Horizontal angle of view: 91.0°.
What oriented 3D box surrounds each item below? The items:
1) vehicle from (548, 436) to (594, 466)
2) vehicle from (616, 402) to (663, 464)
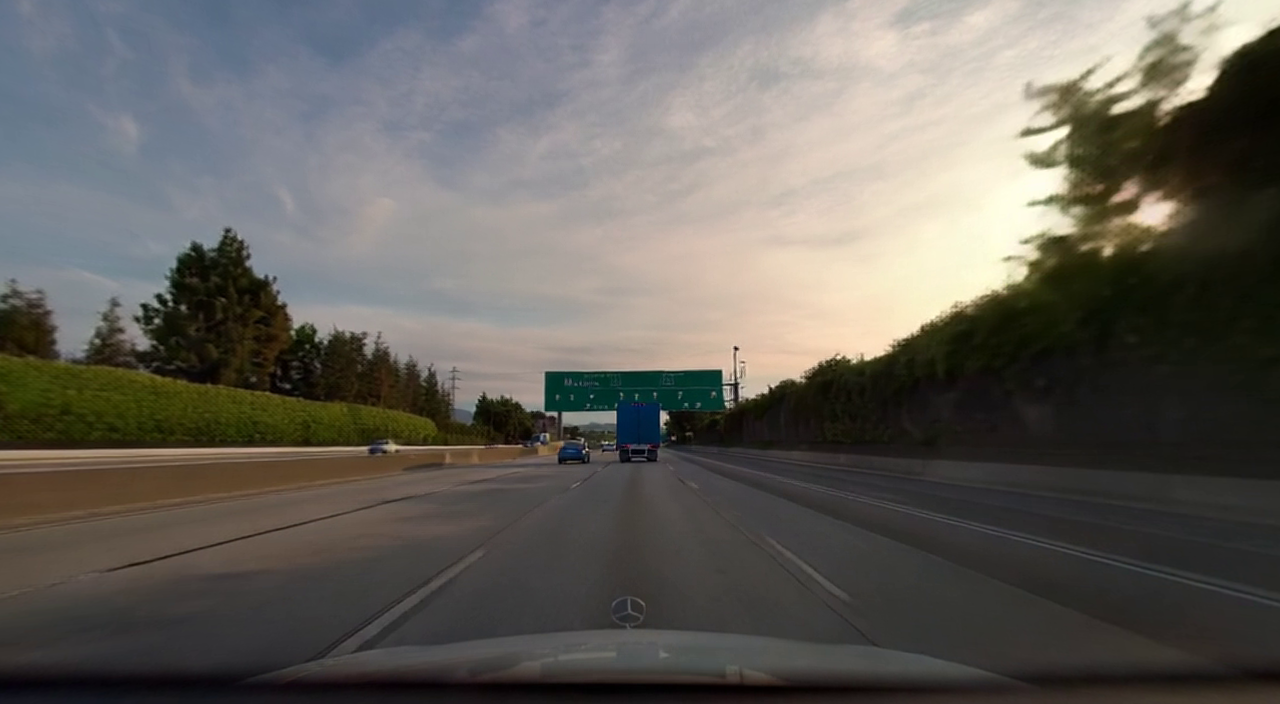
[{"bbox_3d":[-4.140,6.048,38.514,2.186,1.716,4.672,0,-8,0],"label":"vehicle"},{"bbox_3d":[-0.130,6.485,49.417,3.078,4.031,16.069,0,-8,-1],"label":"vehicle"}]
